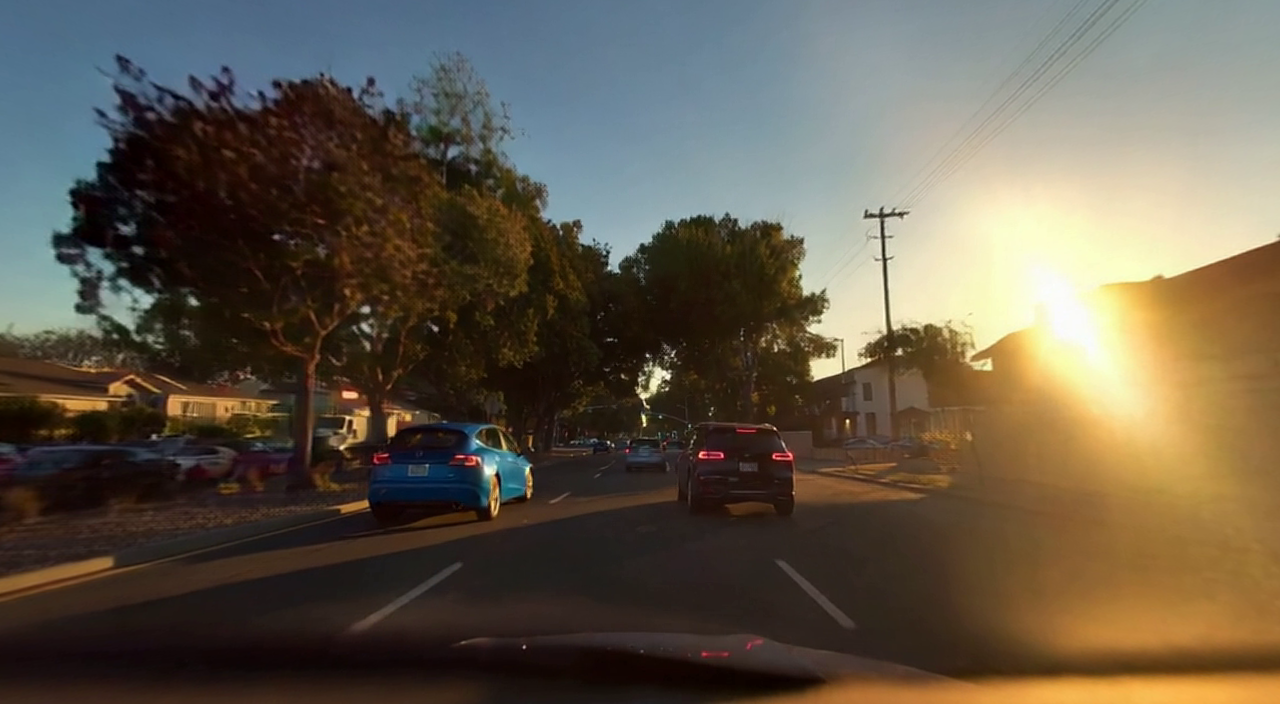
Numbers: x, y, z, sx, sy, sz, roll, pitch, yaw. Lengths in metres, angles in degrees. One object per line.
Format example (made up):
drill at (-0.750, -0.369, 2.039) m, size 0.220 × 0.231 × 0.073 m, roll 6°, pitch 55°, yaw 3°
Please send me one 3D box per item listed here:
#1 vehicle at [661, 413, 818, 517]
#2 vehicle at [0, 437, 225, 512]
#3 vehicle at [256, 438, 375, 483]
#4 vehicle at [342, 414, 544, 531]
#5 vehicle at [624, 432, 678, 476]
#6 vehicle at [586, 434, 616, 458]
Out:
vehicle at (1.770, 2.245, 12.943) m, size 2.280 × 1.747 × 4.361 m, roll 1°, pitch -8°, yaw -3°
vehicle at (-12.394, 2.786, 14.916) m, size 1.833 × 1.469 × 4.650 m, roll 0°, pitch -8°, yaw 2°
vehicle at (-11.942, 4.015, 23.617) m, size 1.923 × 1.490 × 4.501 m, roll 0°, pitch -8°, yaw 2°
vehicle at (-3.233, 2.101, 11.569) m, size 2.043 × 1.687 × 4.676 m, roll 0°, pitch -8°, yaw 2°
vehicle at (0.401, 3.908, 24.312) m, size 1.922 × 1.579 × 3.642 m, roll 0°, pitch -8°, yaw 0°
vehicle at (-2.979, 7.351, 49.233) m, size 2.014 × 1.755 × 4.360 m, roll 0°, pitch -8°, yaw 1°
